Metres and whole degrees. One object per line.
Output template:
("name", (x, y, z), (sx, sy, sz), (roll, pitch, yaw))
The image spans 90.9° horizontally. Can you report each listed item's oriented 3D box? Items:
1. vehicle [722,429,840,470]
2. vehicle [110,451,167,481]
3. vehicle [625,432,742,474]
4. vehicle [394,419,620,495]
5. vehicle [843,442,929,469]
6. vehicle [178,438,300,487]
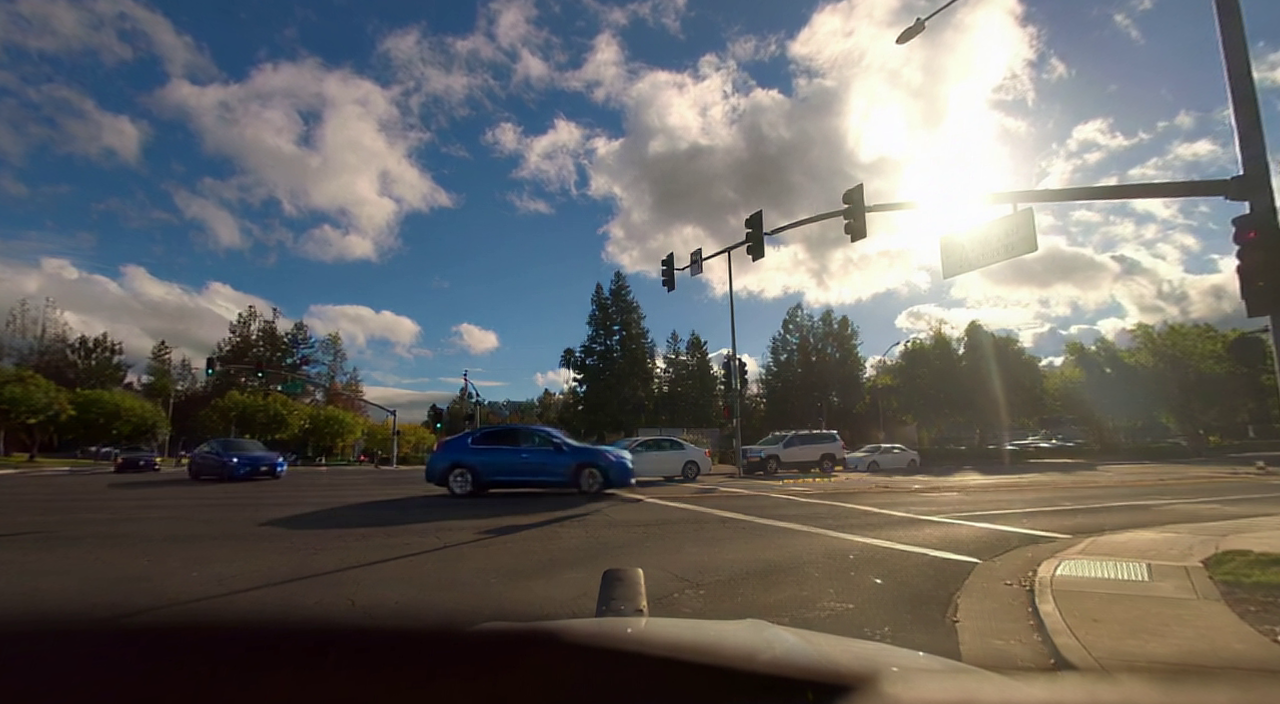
("vehicle", (7.303, 5.056, 32.538), (5.791, 1.964, 2.199), (5, -10, -26))
("vehicle", (-27.331, 6.123, 34.286), (1.953, 1.462, 4.589), (7, -11, -42))
("vehicle", (1.814, 4.158, 26.156), (4.483, 1.589, 1.852), (4, -9, -26))
("vehicle", (-3.398, 2.764, 16.826), (5.332, 1.807, 2.450), (-2, -9, 9))
("vehicle", (13.832, 5.792, 35.421), (4.457, 1.429, 1.862), (4, -9, -26))
("vehicle", (-13.966, 3.767, 21.852), (4.826, 1.484, 2.000), (-7, -11, 38))
